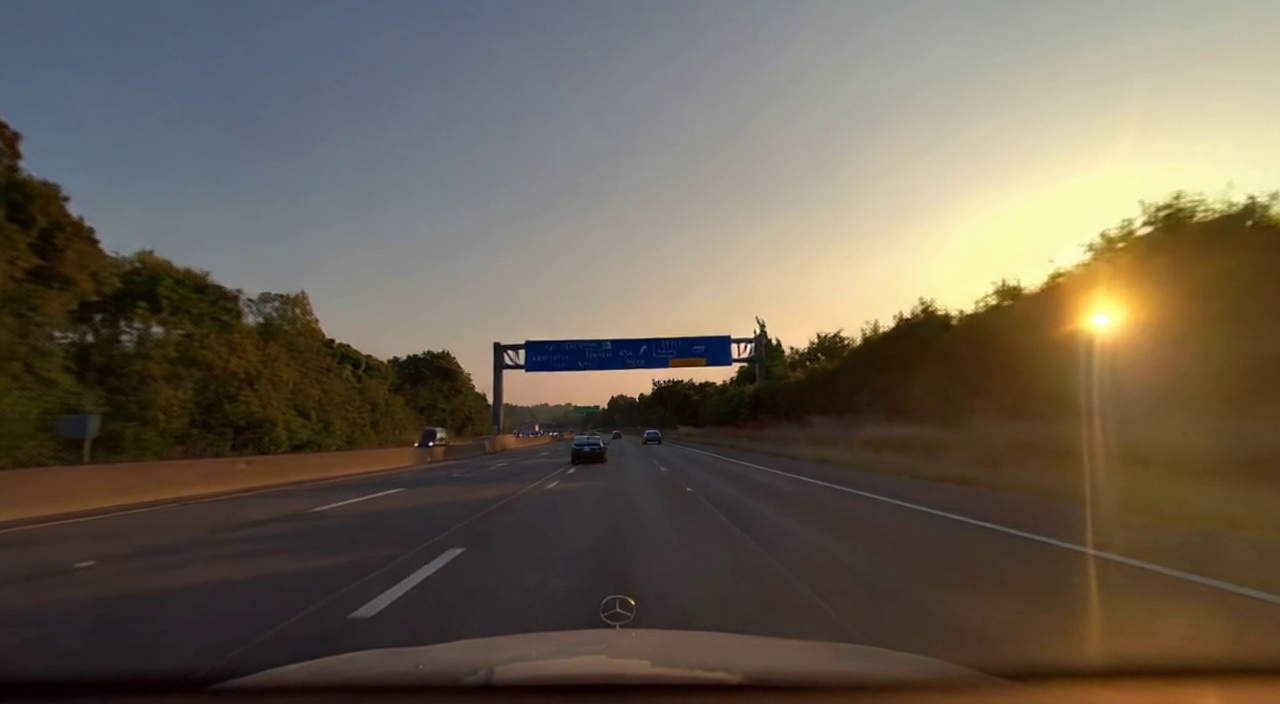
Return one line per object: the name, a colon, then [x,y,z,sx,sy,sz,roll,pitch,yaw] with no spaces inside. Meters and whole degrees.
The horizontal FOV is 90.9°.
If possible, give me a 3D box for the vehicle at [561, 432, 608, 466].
vehicle: [-2.595,4.591,30.189,2.000,1.491,3.913,0,-8,-1]
